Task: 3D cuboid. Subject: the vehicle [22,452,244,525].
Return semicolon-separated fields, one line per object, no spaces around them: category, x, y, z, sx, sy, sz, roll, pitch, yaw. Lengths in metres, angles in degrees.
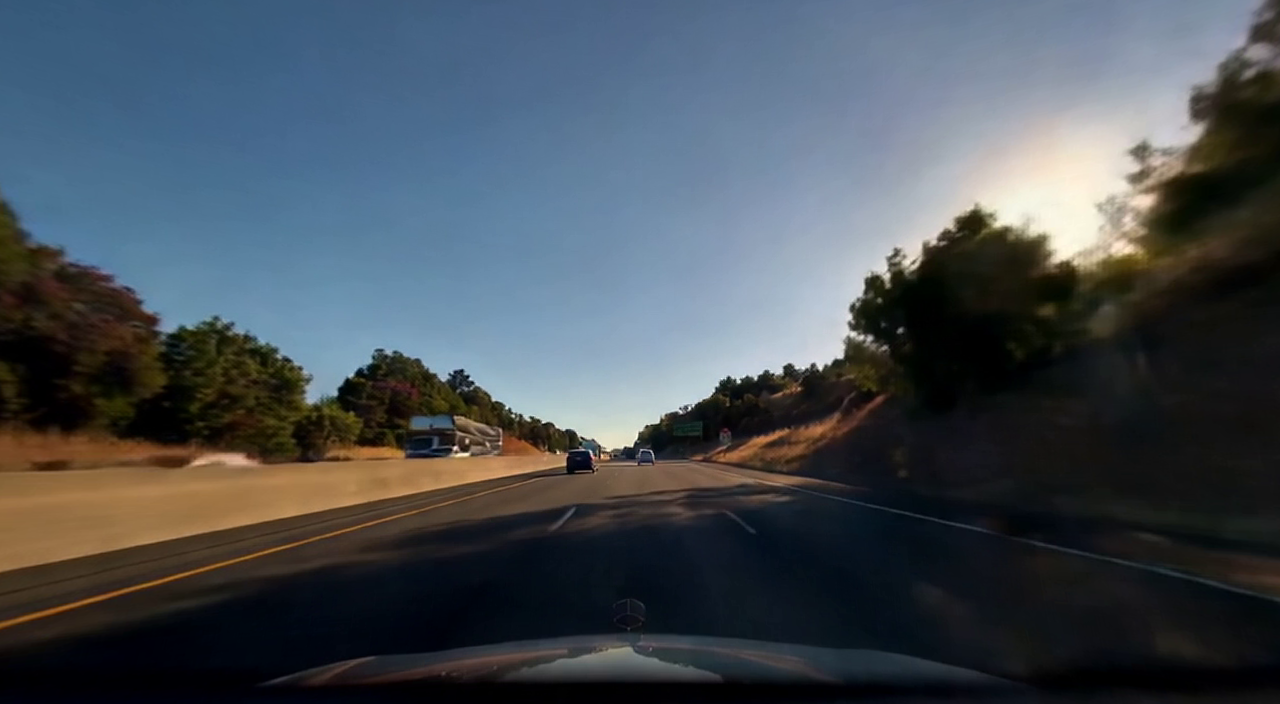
vehicle;-11.526;3.084;14.780;1.817;1.439;4.056;0;-9;0

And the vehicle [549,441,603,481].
vehicle;-3.055;5.309;30.880;2.143;1.770;4.283;0;-9;1

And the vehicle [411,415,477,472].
vehicle;-14.870;7.021;48.332;2.994;4.041;5.835;0;-9;0

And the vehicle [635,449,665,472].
vehicle;0.693;7.826;45.604;2.036;1.519;4.225;0;-9;0
